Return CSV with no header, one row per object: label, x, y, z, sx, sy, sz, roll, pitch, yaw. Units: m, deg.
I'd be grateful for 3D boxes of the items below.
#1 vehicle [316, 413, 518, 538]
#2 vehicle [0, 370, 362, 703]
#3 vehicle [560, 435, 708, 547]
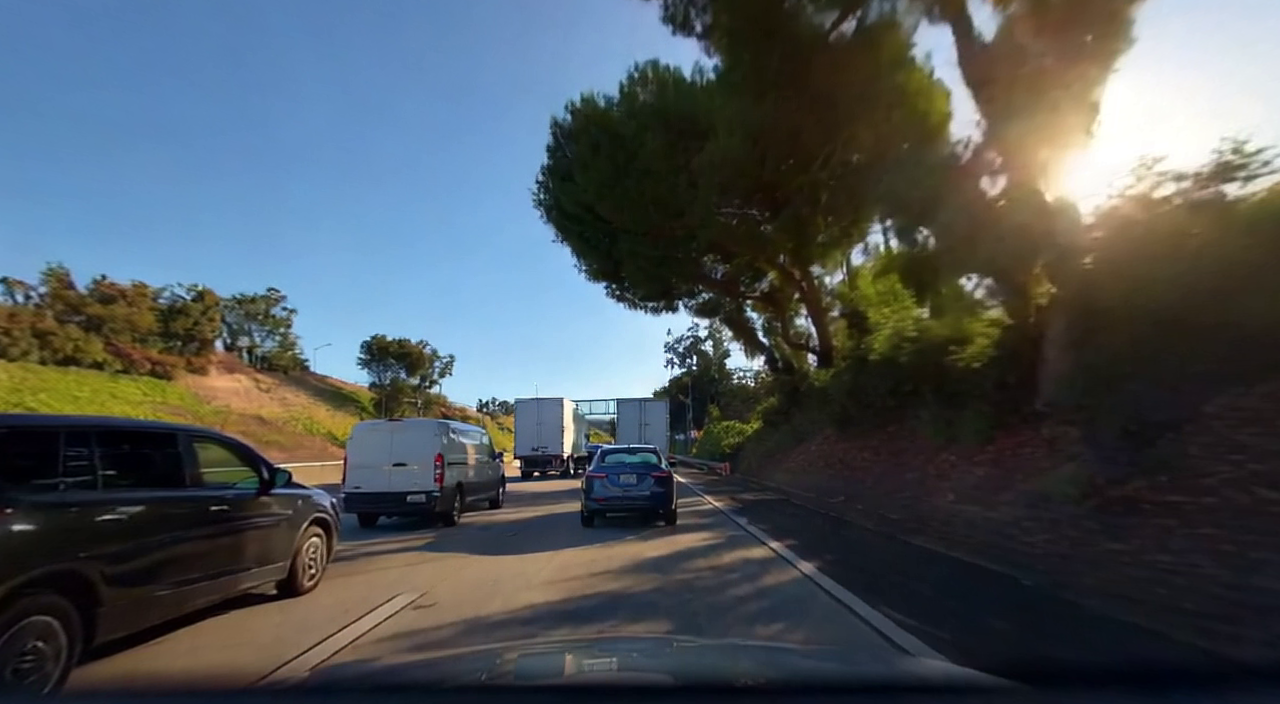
vehicle,-3.937,2.289,12.202,2.055,1.913,4.584,-1,-9,2
vehicle,-3.660,1.088,3.699,2.029,1.656,4.437,0,-9,0
vehicle,-0.080,2.155,10.314,1.995,1.495,3.380,0,-9,0
